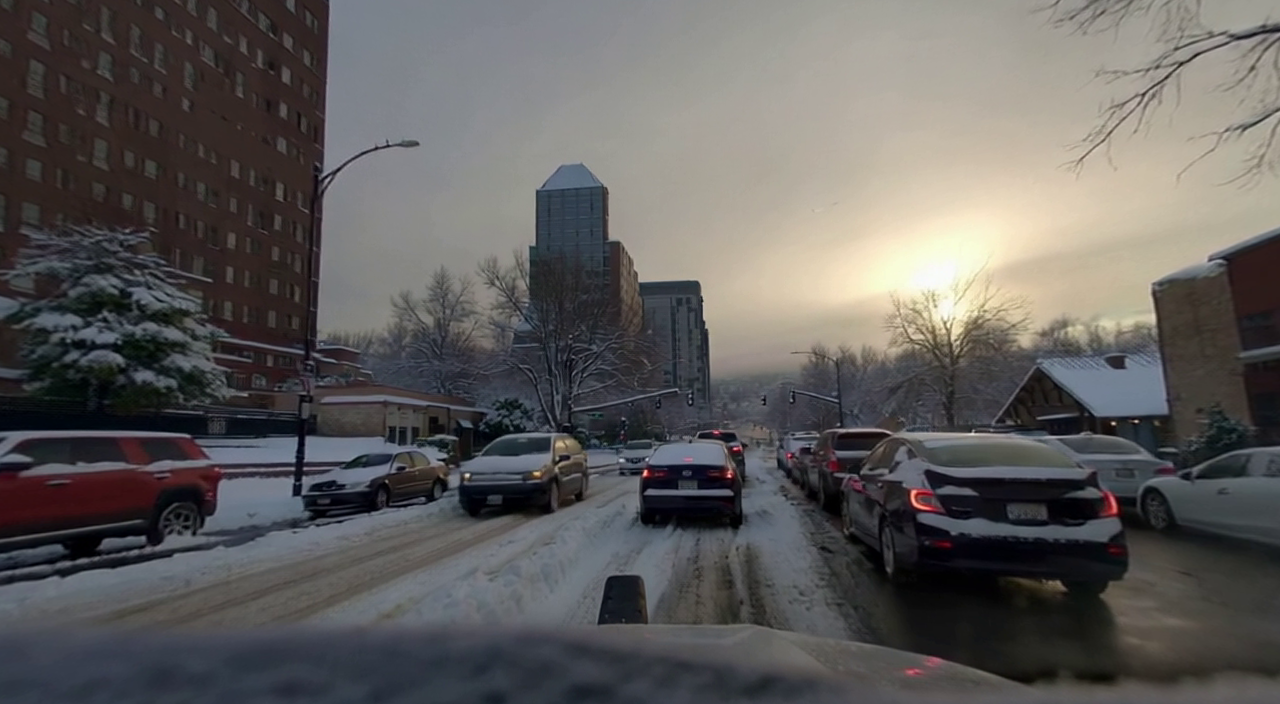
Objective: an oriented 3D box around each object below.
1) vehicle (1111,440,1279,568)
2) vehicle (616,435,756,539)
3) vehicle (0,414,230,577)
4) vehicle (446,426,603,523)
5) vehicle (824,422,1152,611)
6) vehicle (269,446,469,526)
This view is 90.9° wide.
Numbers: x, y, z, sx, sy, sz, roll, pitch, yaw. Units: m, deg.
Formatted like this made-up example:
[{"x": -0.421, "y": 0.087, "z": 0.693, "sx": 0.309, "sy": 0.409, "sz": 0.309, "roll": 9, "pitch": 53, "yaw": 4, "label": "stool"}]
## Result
[{"x": 8.622, "y": 1.908, "z": 8.205, "sx": 1.901, "sy": 1.500, "sz": 4.729, "roll": -1, "pitch": -8, "yaw": 9, "label": "vehicle"}, {"x": 0.927, "y": 2.232, "z": 11.086, "sx": 2.031, "sy": 1.461, "sz": 3.763, "roll": -1, "pitch": -8, "yaw": 9, "label": "vehicle"}, {"x": -7.860, "y": 1.829, "z": 7.943, "sx": 1.934, "sy": 1.770, "sz": 4.546, "roll": -9, "pitch": -9, "yaw": 8, "label": "vehicle"}, {"x": -2.270, "y": 2.562, "z": 13.817, "sx": 2.030, "sy": 1.730, "sz": 4.453, "roll": -1, "pitch": -8, "yaw": 8, "label": "vehicle"}, {"x": 3.466, "y": 1.656, "z": 7.362, "sx": 1.982, "sy": 1.510, "sz": 4.144, "roll": -1, "pitch": -8, "yaw": 9, "label": "vehicle"}, {"x": -5.899, "y": 2.916, "z": 14.440, "sx": 1.928, "sy": 1.503, "sz": 4.322, "roll": -2, "pitch": -9, "yaw": 13, "label": "vehicle"}]
